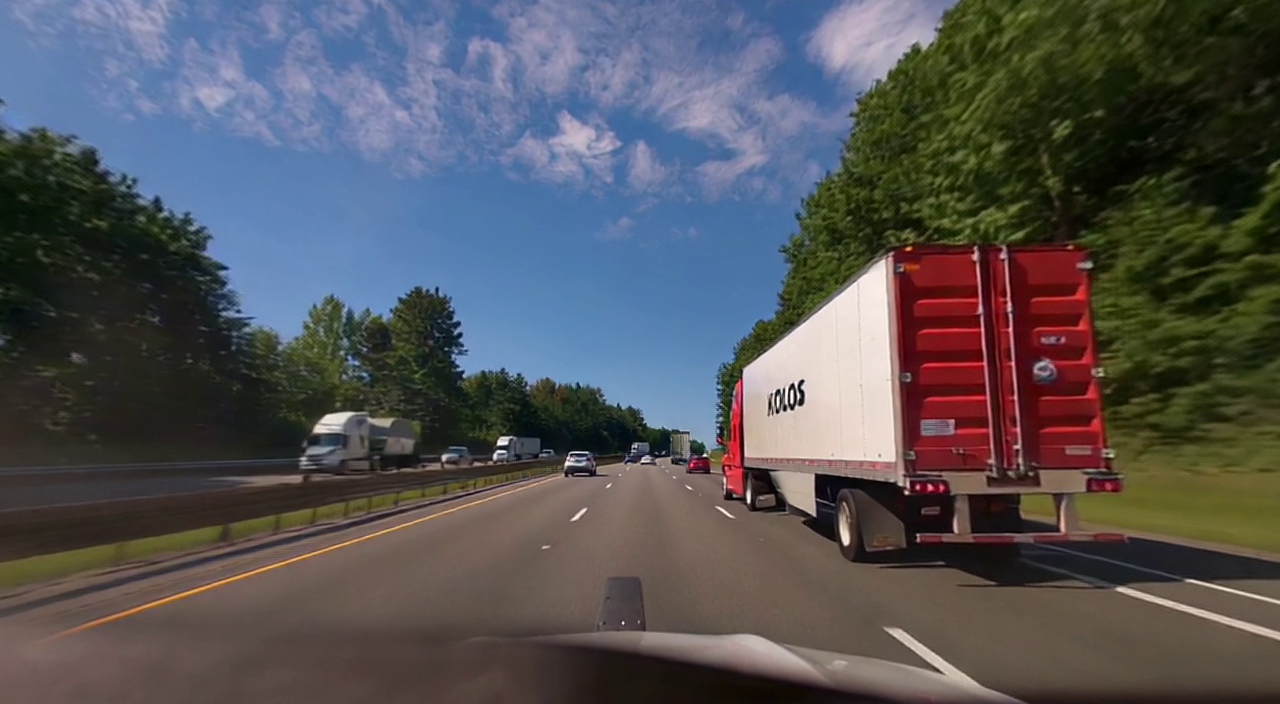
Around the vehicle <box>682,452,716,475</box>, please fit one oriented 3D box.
[{"bbox_3d":[4.369,8.381,47.434,2.176,1.598,3.878,0,-9,0],"label":"vehicle"}]

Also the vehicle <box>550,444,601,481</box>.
[{"bbox_3d":[-3.115,5.435,31.132,2.017,1.683,4.309,0,-9,0],"label":"vehicle"}]

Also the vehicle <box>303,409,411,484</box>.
[{"bbox_3d":[-15.869,5.398,35.927,2.948,3.821,6.296,0,-9,2],"label":"vehicle"}]

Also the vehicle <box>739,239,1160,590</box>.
[{"bbox_3d":[4.285,1.512,12.685,2.914,3.998,11.103,0,-9,1],"label":"vehicle"}]
